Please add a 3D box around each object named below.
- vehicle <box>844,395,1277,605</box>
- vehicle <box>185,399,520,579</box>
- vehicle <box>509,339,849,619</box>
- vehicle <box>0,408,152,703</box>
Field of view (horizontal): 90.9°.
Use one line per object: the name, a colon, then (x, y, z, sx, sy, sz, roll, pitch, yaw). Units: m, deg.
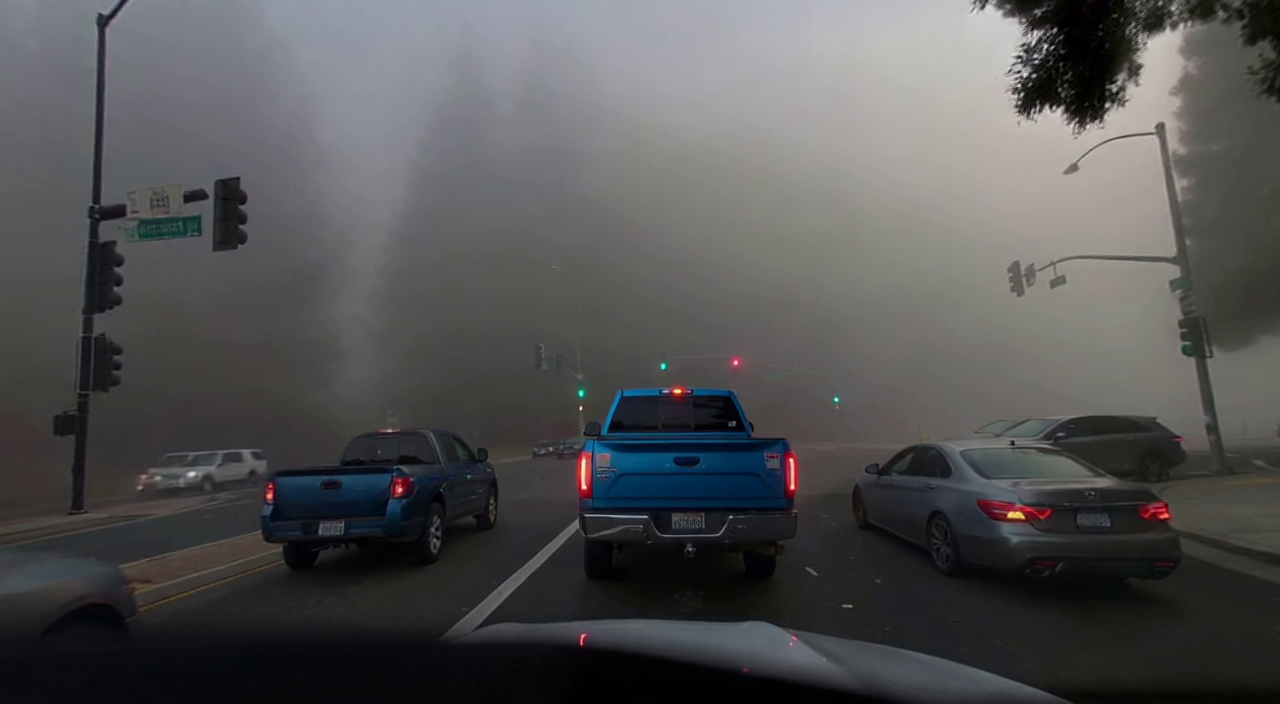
vehicle: (4.040, 1.487, 7.188, 1.984, 1.659, 4.226, 0, -8, 0)
vehicle: (-3.286, 1.685, 8.589, 2.125, 1.739, 4.707, 0, -8, 3)
vehicle: (0.327, 1.281, 7.162, 2.505, 2.084, 4.768, 0, -8, 1)
vehicle: (-3.393, 0.708, 0.654, 1.998, 1.481, 4.656, 0, -8, 1)
